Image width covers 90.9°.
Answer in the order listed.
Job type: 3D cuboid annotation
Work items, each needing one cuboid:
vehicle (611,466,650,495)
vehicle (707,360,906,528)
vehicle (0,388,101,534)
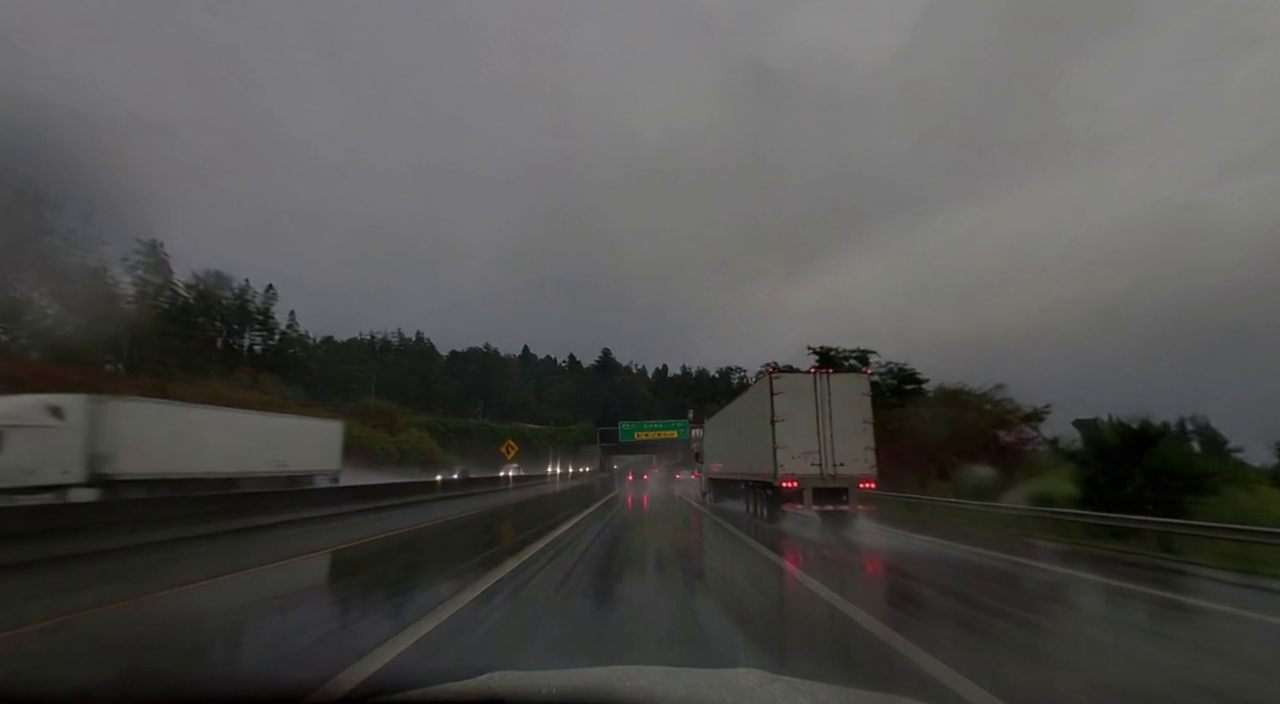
[{"bbox_3d":[-0.478,7.046,34.680,2.010,1.436,3.973,1,-10,1],"label":"vehicle"},{"bbox_3d":[4.777,3.505,22.516,3.218,4.001,14.492,1,-10,0],"label":"vehicle"},{"bbox_3d":[-15.813,2.104,12.371,2.912,3.234,8.258,1,-10,0],"label":"vehicle"}]
